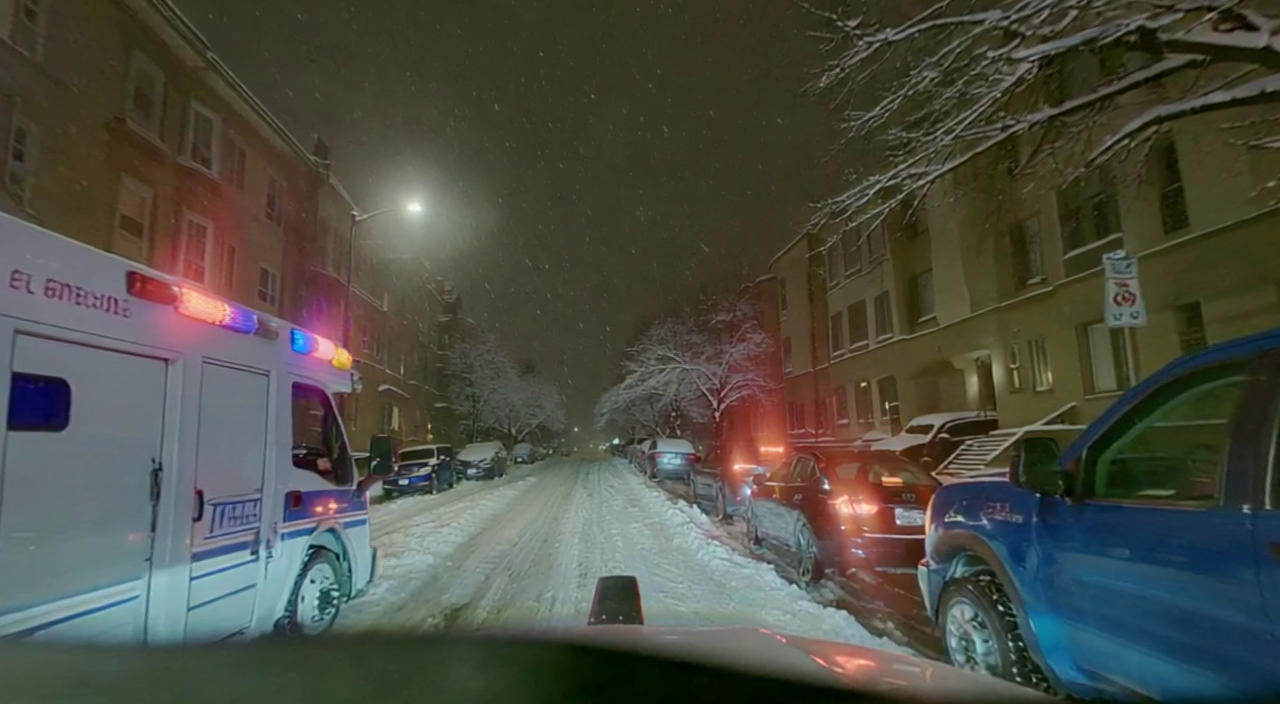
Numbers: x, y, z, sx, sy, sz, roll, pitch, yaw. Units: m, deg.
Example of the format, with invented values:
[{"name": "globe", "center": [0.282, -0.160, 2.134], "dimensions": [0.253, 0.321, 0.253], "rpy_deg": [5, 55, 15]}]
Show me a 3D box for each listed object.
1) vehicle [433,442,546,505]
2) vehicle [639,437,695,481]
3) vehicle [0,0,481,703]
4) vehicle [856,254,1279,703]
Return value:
[{"name": "vehicle", "center": [-3.983, 3.275, 17.535], "dimensions": [1.966, 1.515, 4.394], "rpy_deg": [0, -8, 1]}, {"name": "vehicle", "center": [1.032, 4.462, 26.578], "dimensions": [1.878, 1.664, 4.033], "rpy_deg": [1, -8, -5]}, {"name": "vehicle", "center": [-2.650, 0.286, 1.911], "dimensions": [2.705, 2.859, 6.875], "rpy_deg": [0, -8, -2]}, {"name": "vehicle", "center": [2.670, 0.619, 1.168], "dimensions": [2.369, 1.761, 5.836], "rpy_deg": [0, -8, -1]}]
